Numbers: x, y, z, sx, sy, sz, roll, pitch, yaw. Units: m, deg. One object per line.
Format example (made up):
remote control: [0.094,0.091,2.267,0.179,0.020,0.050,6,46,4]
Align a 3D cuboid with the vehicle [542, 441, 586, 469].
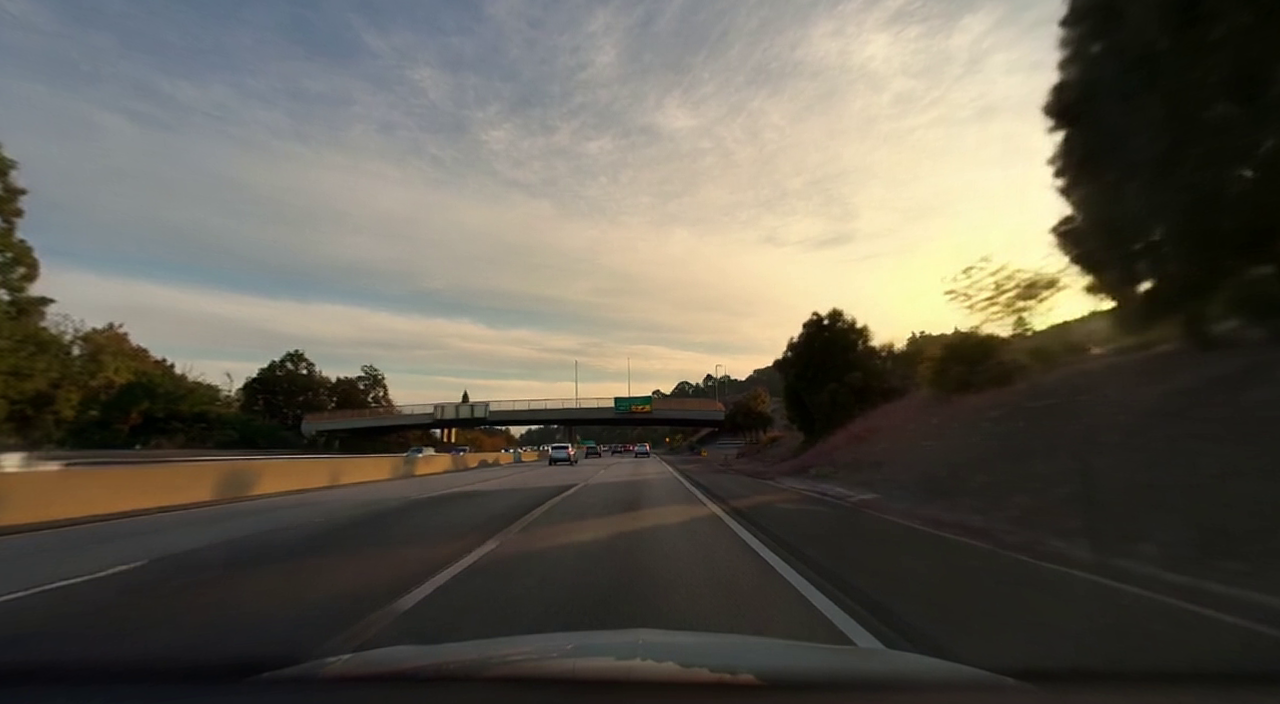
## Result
vehicle: [-4.464,6.155,37.724,1.916,1.545,4.757,0,-8,1]
